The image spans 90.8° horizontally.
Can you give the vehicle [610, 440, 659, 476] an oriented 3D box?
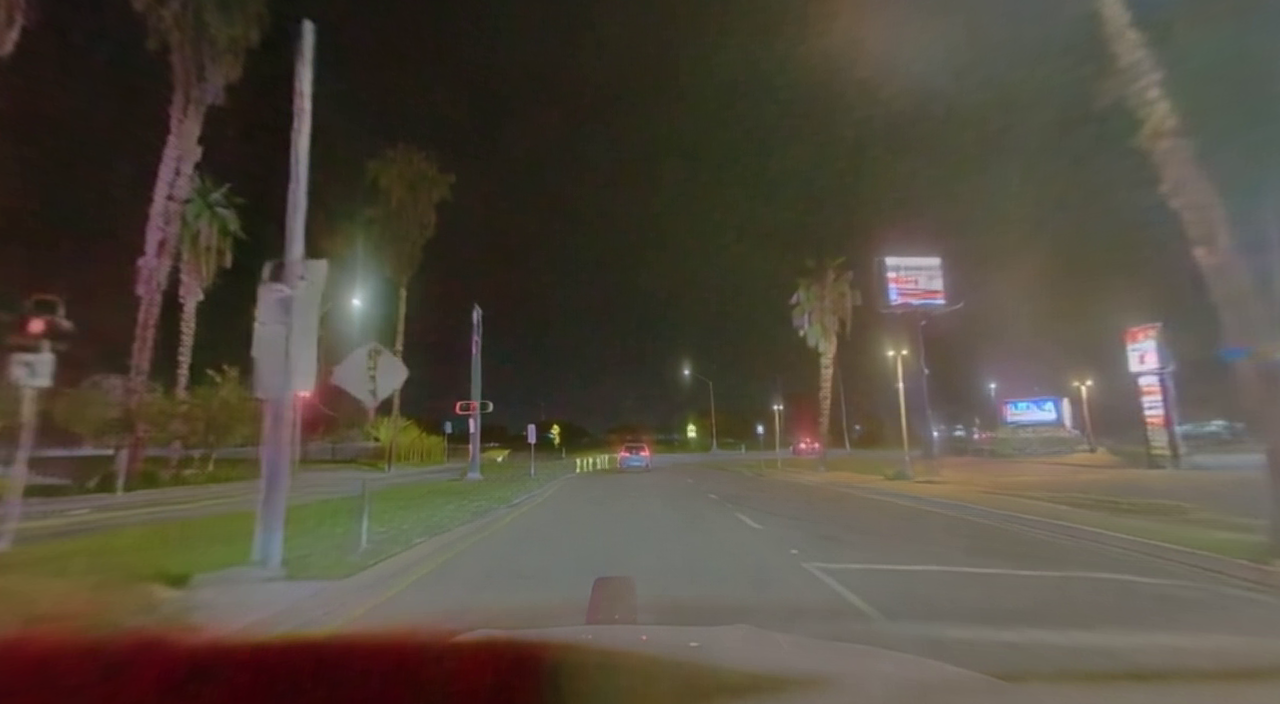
[{"bbox_3d":[-0.291,4.914,29.391,2.073,1.525,4.809,0,-9,-1],"label":"vehicle"}]
